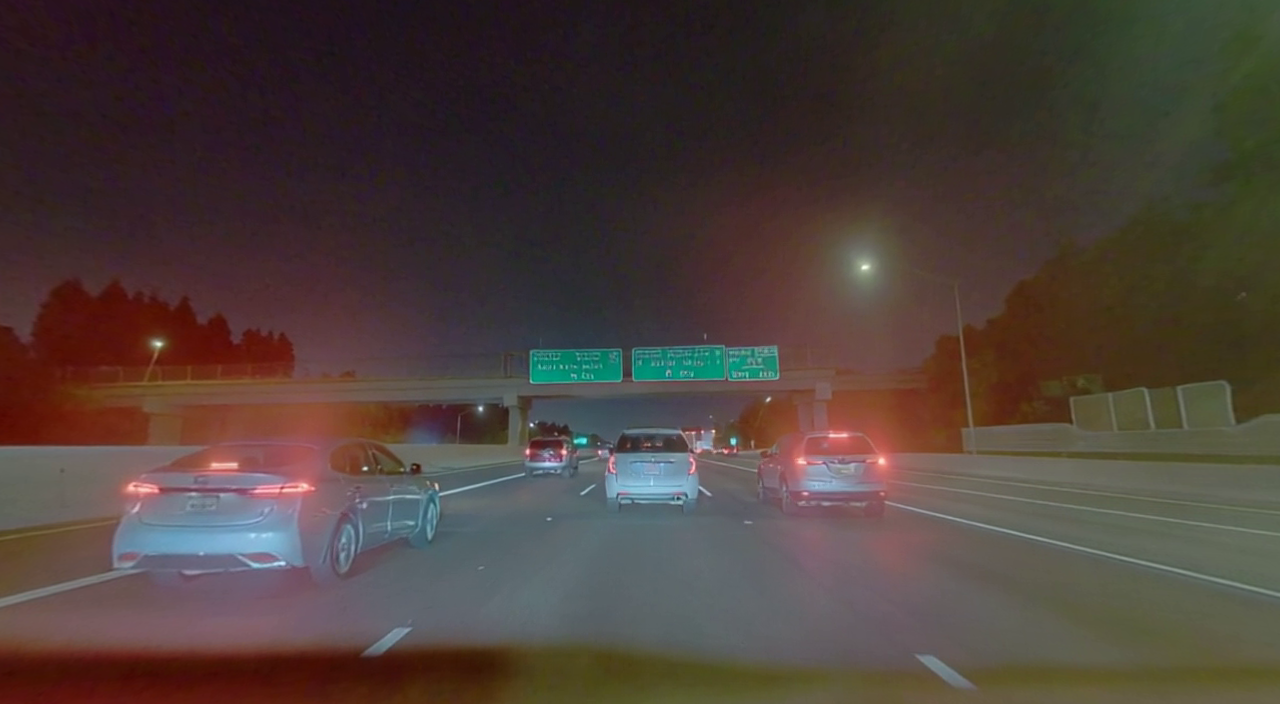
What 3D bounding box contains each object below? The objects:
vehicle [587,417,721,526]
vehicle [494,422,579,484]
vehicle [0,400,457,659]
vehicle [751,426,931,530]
[{"bbox_3d":[0.238,2.274,12.439,2.181,1.756,4.167,0,-9,0],"label":"vehicle"},{"bbox_3d":[-3.891,3.961,24.915,2.212,2.101,6.052,0,-9,1],"label":"vehicle"},{"bbox_3d":[-3.600,1.454,6.343,2.014,1.579,4.761,0,-9,1],"label":"vehicle"},{"bbox_3d":[3.642,2.378,12.475,2.022,1.633,4.651,0,-9,0],"label":"vehicle"}]
